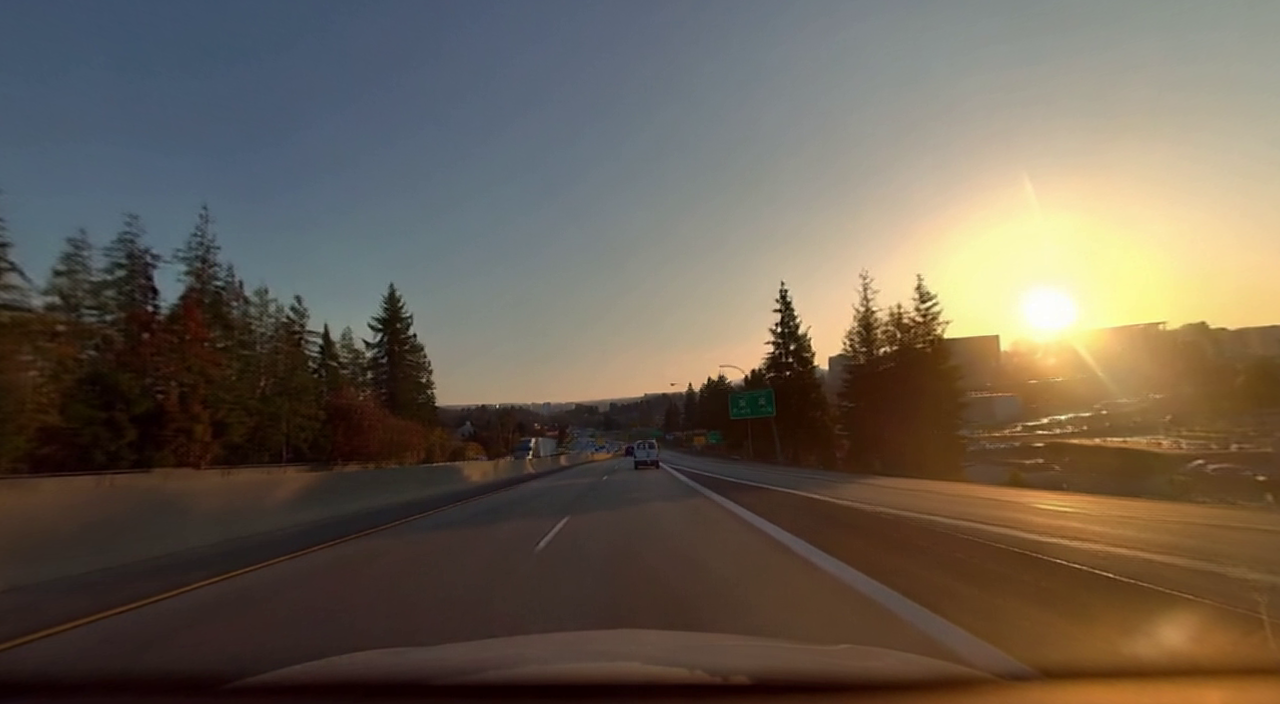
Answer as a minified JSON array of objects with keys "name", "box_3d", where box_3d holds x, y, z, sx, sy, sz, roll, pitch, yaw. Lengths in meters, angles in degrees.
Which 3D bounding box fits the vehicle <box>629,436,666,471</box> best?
[{"name":"vehicle","box_3d":[0.488,6.508,40.320,2.268,2.122,4.595,-1,-9,1]}]
